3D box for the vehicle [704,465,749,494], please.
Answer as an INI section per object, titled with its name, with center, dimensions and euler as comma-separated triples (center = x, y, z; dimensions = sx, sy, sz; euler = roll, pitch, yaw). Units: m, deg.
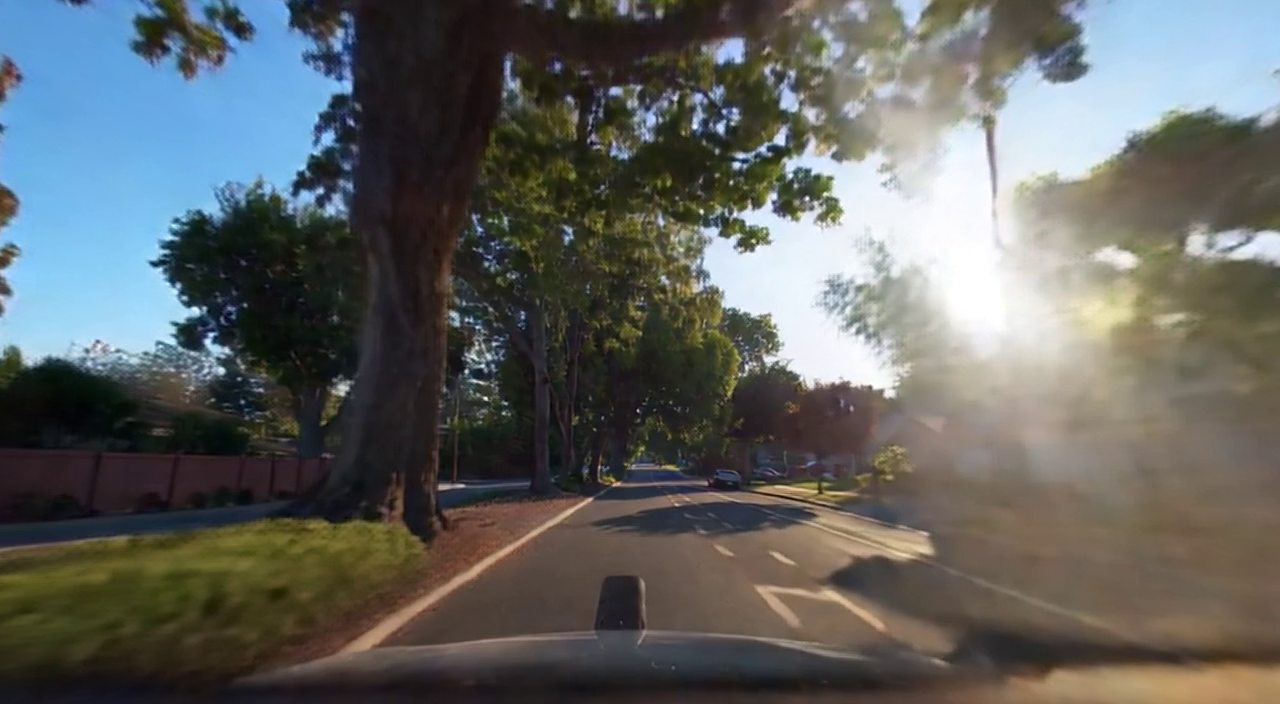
[vehicle]
center = 5.028, 7.444, 37.135
dimensions = 1.904, 1.475, 4.386
euler = 0, -9, -1
